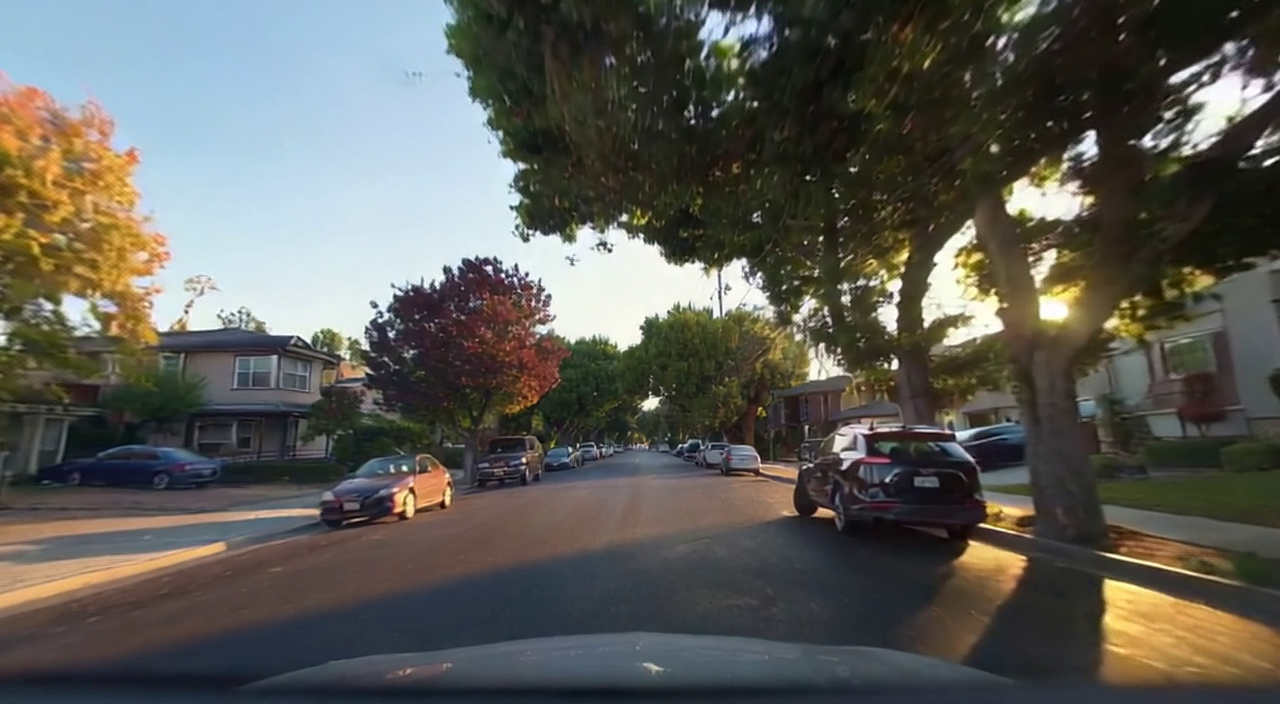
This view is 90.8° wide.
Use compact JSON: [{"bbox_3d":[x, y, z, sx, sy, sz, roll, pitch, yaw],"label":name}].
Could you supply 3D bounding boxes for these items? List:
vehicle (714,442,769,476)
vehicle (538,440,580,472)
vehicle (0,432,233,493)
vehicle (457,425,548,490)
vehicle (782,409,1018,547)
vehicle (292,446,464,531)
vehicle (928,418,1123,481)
[{"bbox_3d":[4.646,4.941,29.539,1.893,1.437,4.369,0,-8,0],"label":"vehicle"},{"bbox_3d":[-4.886,6.346,38.761,1.873,1.709,4.206,-4,-8,1],"label":"vehicle"},{"bbox_3d":[-16.312,3.380,19.561,5.908,1.762,2.107,0,-8,0],"label":"vehicle"},{"bbox_3d":[-5.104,4.001,24.357,2.242,2.135,5.566,-2,-8,0],"label":"vehicle"},{"bbox_3d":[3.863,1.954,10.414,2.049,1.776,4.285,0,-8,0],"label":"vehicle"},{"bbox_3d":[-5.328,2.784,13.590,1.824,1.417,4.395,-2,-8,1],"label":"vehicle"},{"bbox_3d":[11.714,2.984,19.465,4.659,1.819,2.001,0,-8,0],"label":"vehicle"}]
